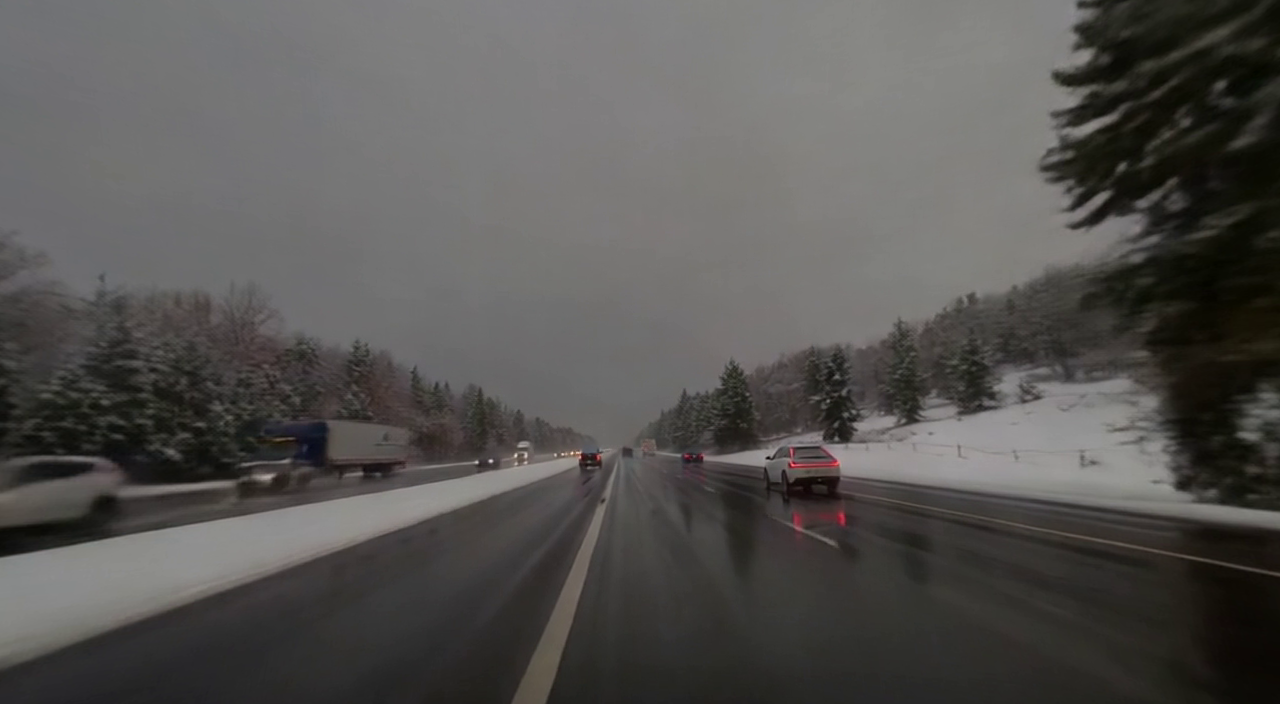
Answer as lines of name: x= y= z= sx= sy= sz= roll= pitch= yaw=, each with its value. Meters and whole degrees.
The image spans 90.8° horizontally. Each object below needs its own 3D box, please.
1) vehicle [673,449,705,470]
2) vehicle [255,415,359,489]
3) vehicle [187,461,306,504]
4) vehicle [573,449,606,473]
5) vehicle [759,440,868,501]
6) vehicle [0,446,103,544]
vehicle: x=3.540 y=7.894 z=46.459 sx=1.846 sy=1.480 sz=3.694 roll=0 pitch=-9 yaw=-3
vehicle: x=-19.704 y=5.955 z=37.821 sx=2.977 sy=4.017 sz=5.889 roll=0 pitch=-9 yaw=-2
vehicle: x=-15.340 y=5.080 z=24.947 sx=1.939 sy=1.447 sz=4.463 roll=0 pitch=-9 yaw=-2
vehicle: x=-3.359 y=7.317 z=42.718 sx=2.021 sy=1.507 sz=4.272 roll=0 pitch=-9 yaw=-1
vehicle: x=4.907 y=3.392 z=18.432 sx=1.903 sy=1.566 sz=3.866 roll=0 pitch=-9 yaw=-3
vehicle: x=-11.255 y=2.244 z=9.766 sx=1.957 sy=1.567 sz=4.514 roll=0 pitch=-9 yaw=-1
